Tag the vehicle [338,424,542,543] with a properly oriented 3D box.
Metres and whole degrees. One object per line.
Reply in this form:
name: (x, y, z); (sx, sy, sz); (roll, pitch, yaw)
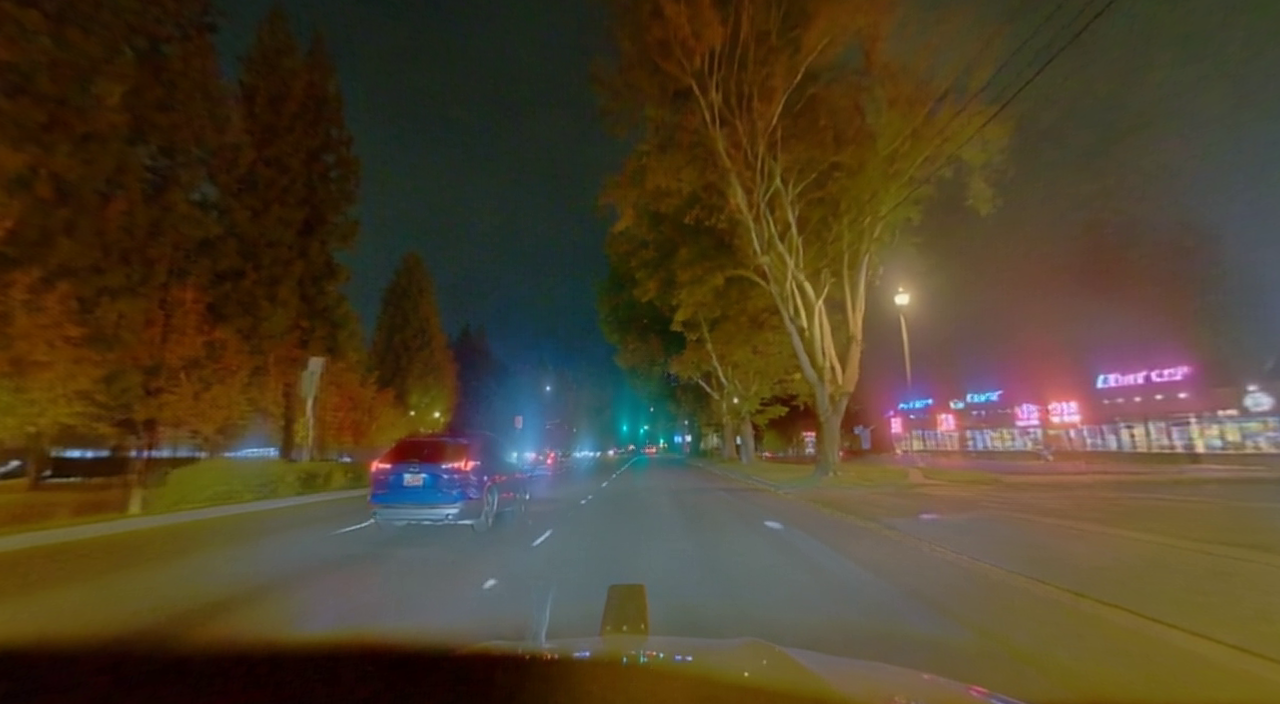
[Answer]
vehicle: (-3.154, 2.163, 11.028); (2.127, 1.654, 4.121); (0, -8, 1)
